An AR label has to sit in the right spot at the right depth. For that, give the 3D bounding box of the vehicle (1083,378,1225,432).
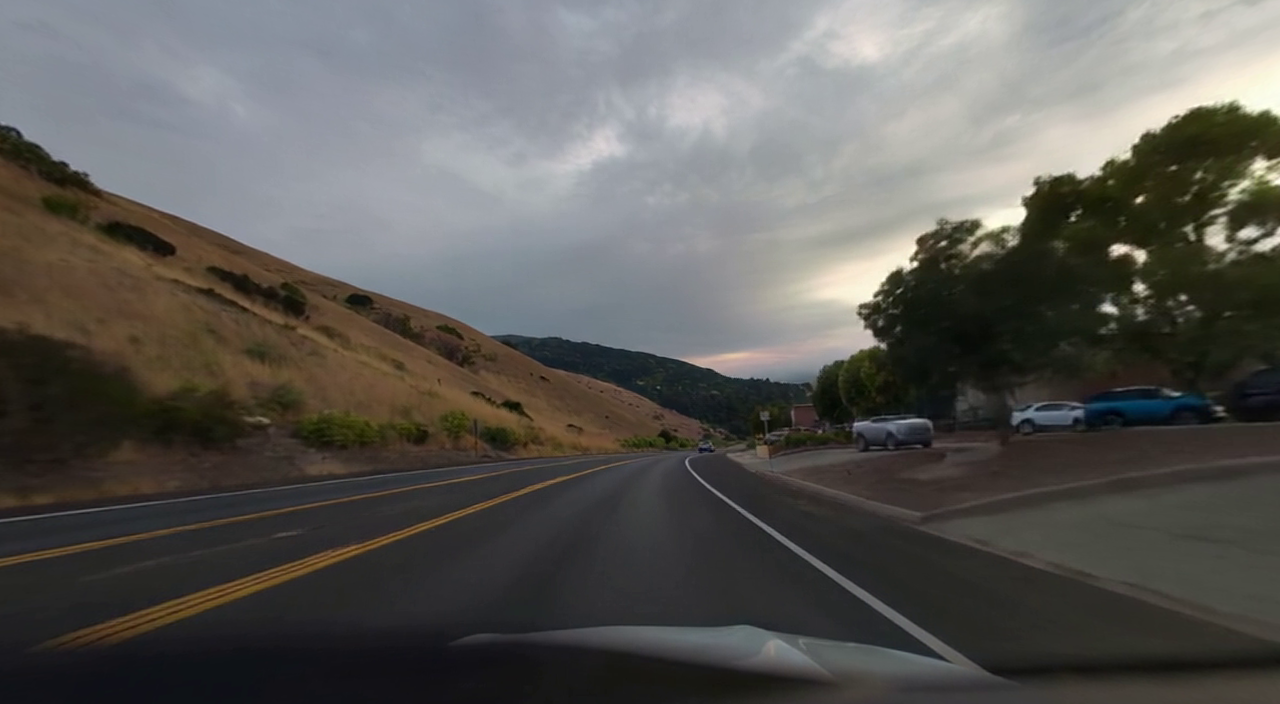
[{"bbox_3d":[20.324,2.208,25.289,1.933,1.770,4.325,-3,-9,0],"label":"vehicle"}]

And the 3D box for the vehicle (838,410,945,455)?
[{"bbox_3d":[9.706,3.237,24.901,2.103,1.447,4.727,-4,-9,-2],"label":"vehicle"}]

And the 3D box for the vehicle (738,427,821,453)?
[{"bbox_3d":[10.615,6.857,48.763,2.216,1.887,6.388,6,-11,-34],"label":"vehicle"}]
